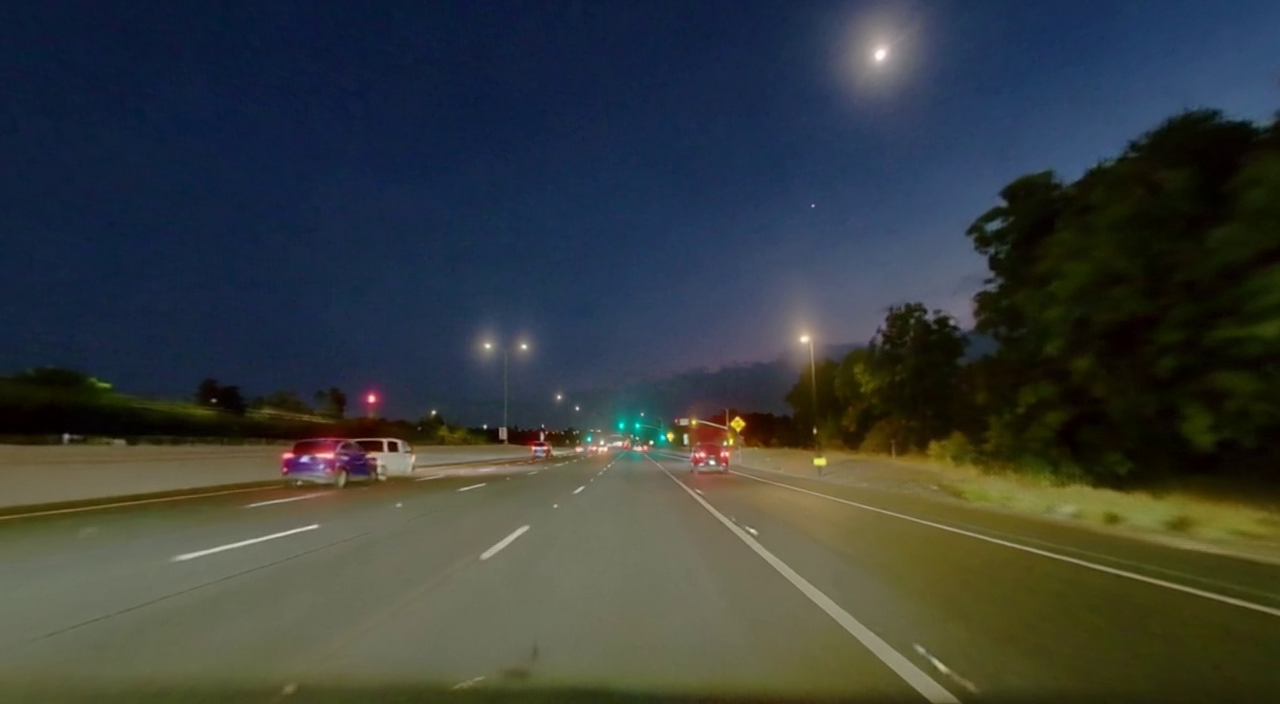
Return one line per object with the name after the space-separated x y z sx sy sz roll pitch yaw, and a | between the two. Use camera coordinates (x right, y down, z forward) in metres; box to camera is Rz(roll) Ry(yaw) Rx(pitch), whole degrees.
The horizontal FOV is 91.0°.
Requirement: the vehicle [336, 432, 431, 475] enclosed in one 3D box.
-14.795 5.921 36.886 2.736 2.262 6.533 0 -9 1 | vehicle

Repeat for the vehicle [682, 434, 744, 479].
3.231 4.760 28.916 2.184 1.892 4.763 0 -9 -2 | vehicle

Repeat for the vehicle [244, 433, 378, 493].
-11.256 3.818 22.019 2.137 1.873 4.687 0 -9 0 | vehicle
